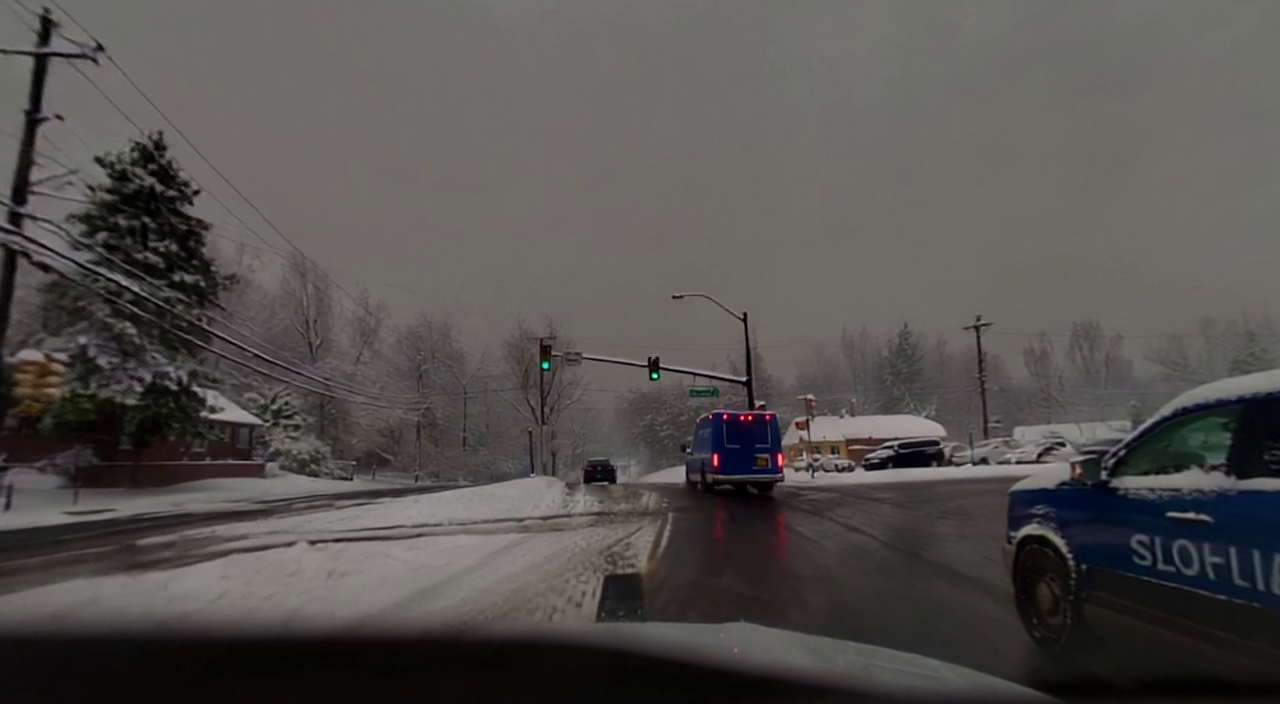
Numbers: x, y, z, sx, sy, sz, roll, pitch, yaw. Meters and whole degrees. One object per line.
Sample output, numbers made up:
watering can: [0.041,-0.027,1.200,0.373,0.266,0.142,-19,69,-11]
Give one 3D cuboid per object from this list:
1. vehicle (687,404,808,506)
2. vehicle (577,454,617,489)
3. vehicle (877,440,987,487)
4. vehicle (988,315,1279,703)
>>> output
vehicle: [3.069,3.131,19.586,2.406,2.687,5.521,0,-8,-4]
vehicle: [-2.439,6.586,35.082,2.114,1.707,3.725,0,-8,-6]
vehicle: [11.579,4.322,24.895,4.897,1.675,2.032,7,-11,-41]
vehicle: [3.987,0.788,2.792,2.194,1.922,4.822,-1,-8,1]
